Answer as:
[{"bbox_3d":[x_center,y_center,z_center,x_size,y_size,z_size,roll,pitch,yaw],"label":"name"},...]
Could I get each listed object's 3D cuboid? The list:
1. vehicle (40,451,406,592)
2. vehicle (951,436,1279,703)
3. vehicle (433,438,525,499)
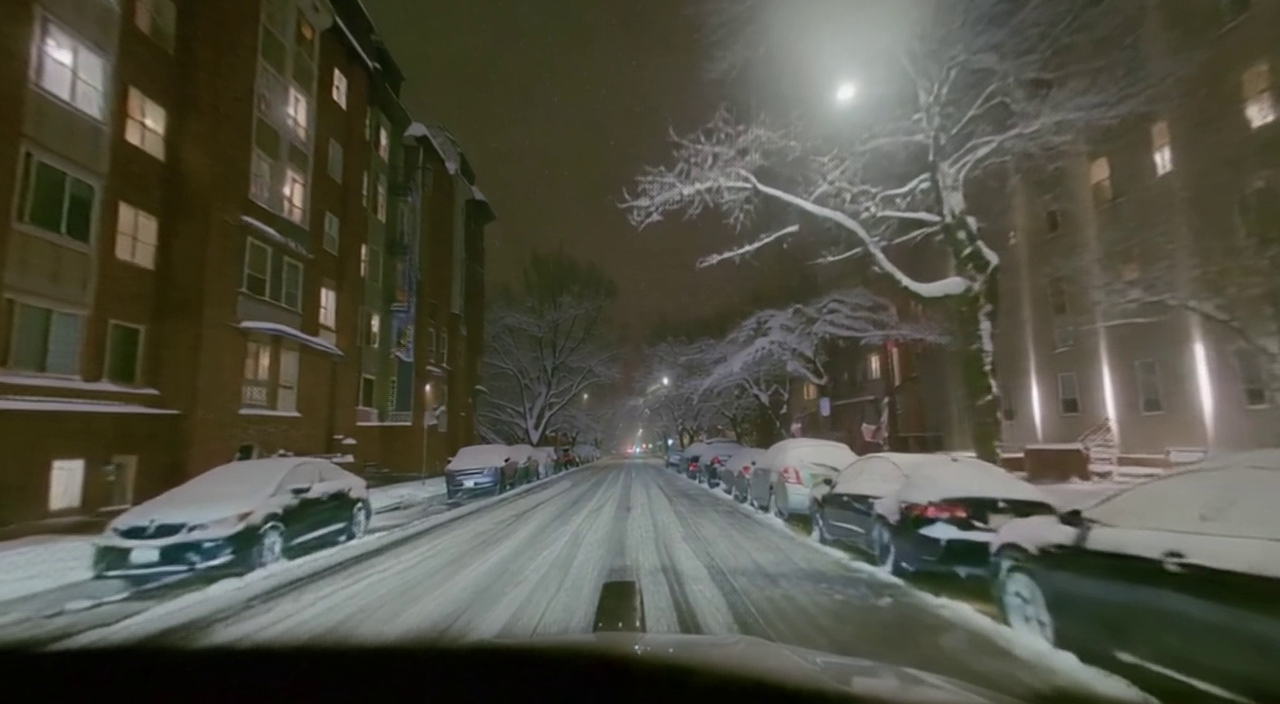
[{"bbox_3d":[-5.255,2.157,8.977,2.080,1.458,4.511,0,-9,0],"label":"vehicle"},{"bbox_3d":[3.643,1.135,2.898,1.881,1.460,4.737,0,-9,-2],"label":"vehicle"},{"bbox_3d":[-5.484,4.037,22.213,2.069,1.881,4.697,0,-9,-1],"label":"vehicle"}]
